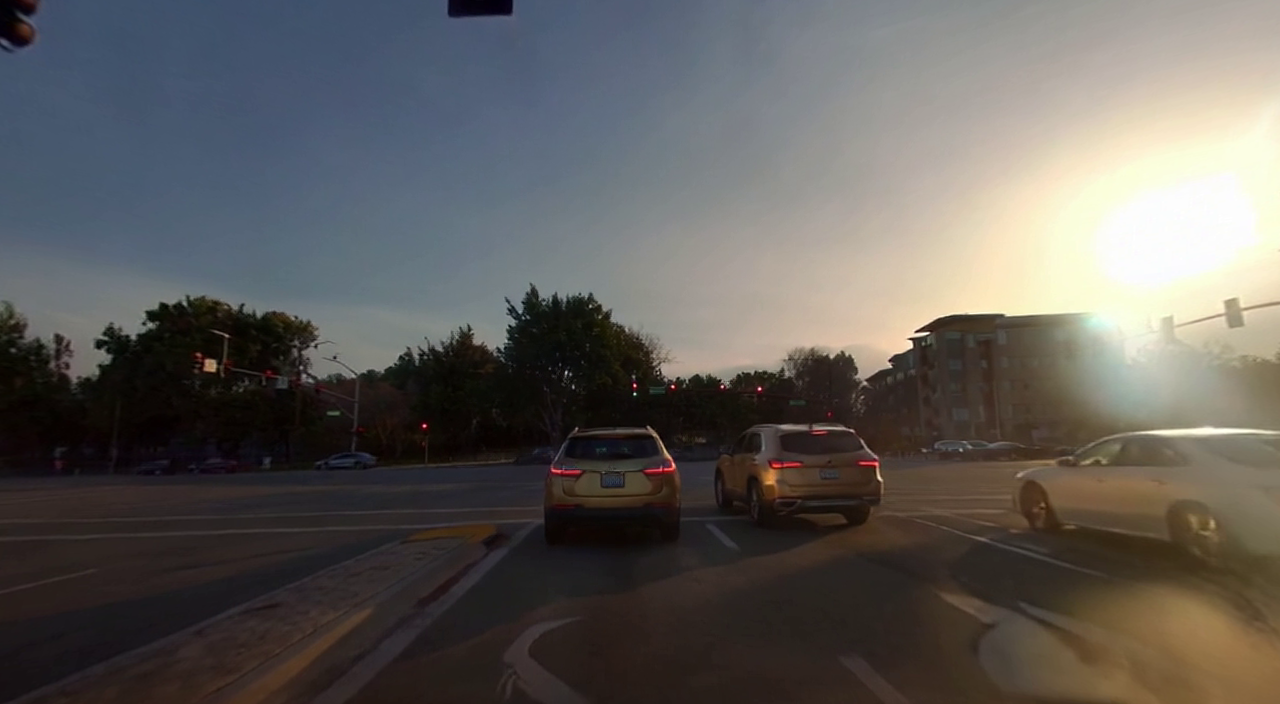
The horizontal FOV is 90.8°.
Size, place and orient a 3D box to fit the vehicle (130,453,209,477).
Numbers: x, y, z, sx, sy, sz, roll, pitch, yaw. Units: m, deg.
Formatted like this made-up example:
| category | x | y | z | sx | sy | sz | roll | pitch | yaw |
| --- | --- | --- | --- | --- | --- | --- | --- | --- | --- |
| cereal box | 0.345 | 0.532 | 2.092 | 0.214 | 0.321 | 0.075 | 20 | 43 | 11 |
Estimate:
| category | x | y | z | sx | sy | sz | roll | pitch | yaw |
| --- | --- | --- | --- | --- | --- | --- | --- | --- | --- |
| vehicle | -33.620 | 8.087 | 45.221 | 4.253 | 1.610 | 1.800 | -1 | -9 | 3 |

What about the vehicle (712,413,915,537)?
| category | x | y | z | sx | sy | sz | roll | pitch | yaw |
| --- | --- | --- | --- | --- | --- | --- | --- | --- | --- |
| vehicle | 2.801 | 2.132 | 11.506 | 2.228 | 1.798 | 4.370 | 0 | -9 | -3 |

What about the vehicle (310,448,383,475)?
| category | x | y | z | sx | sy | sz | roll | pitch | yaw |
| --- | --- | --- | --- | --- | --- | --- | --- | --- | --- |
| vehicle | -19.779 | 7.367 | 42.556 | 4.318 | 1.712 | 2.188 | -4 | -10 | 26 |

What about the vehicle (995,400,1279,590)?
| category | x | y | z | sx | sy | sz | roll | pitch | yaw |
| --- | --- | --- | --- | --- | --- | --- | --- | --- | --- |
| vehicle | 6.059 | 1.446 | 6.992 | 1.690 | 1.538 | 4.313 | 0 | -9 | -1 |

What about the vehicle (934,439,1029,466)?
| category | x | y | z | sx | sy | sz | roll | pitch | yaw |
| --- | --- | --- | --- | --- | --- | --- | --- | --- | --- |
| vehicle | 25.816 | 7.622 | 47.909 | 5.895 | 1.921 | 2.150 | 0 | -9 | 0 |

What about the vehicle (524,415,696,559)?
| category | x | y | z | sx | sy | sz | roll | pitch | yaw |
| --- | --- | --- | --- | --- | --- | --- | --- | --- | --- |
| vehicle | -0.435 | 1.915 | 9.659 | 2.039 | 1.698 | 4.144 | 0 | -9 | -2 |
